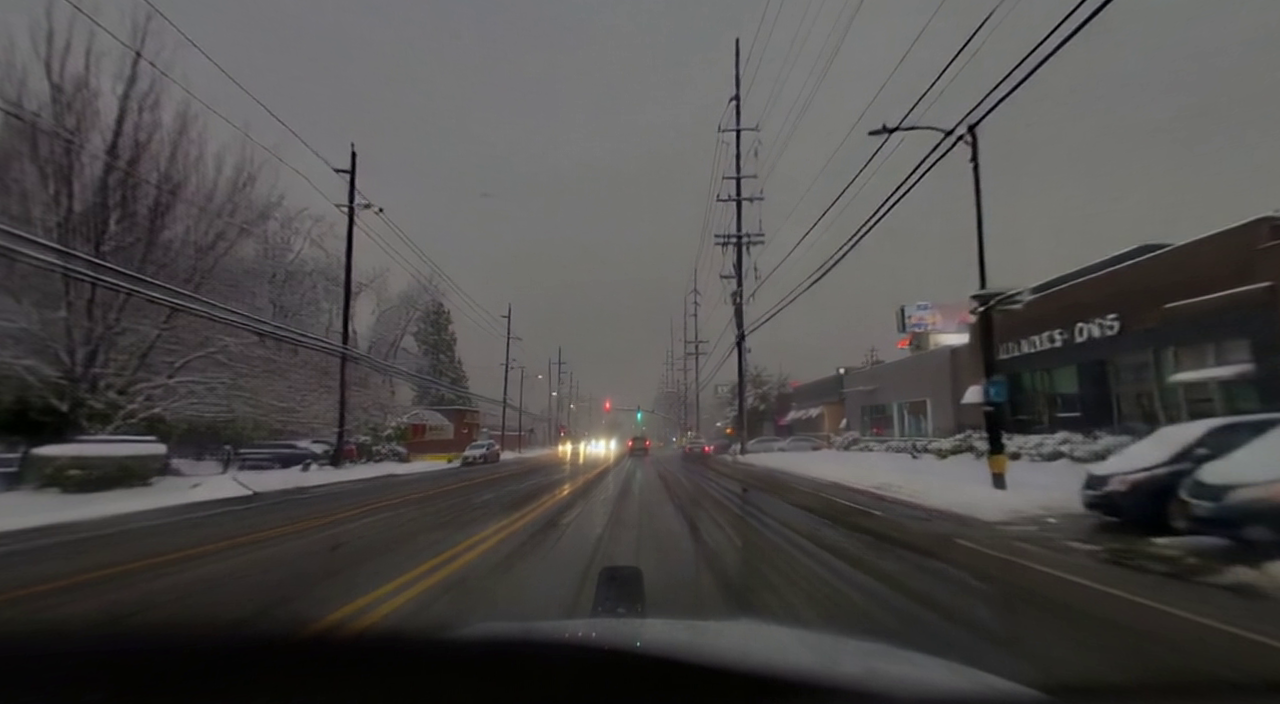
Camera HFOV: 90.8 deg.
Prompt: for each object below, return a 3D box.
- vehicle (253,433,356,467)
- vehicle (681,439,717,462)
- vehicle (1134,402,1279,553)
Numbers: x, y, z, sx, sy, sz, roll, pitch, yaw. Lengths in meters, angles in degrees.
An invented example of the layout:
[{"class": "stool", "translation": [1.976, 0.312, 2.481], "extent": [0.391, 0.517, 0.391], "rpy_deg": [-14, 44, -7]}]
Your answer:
[{"class": "vehicle", "translation": [-18.352, 5.404, 34.777], "extent": [4.455, 1.772, 2.048], "rpy_deg": [0, -8, -3]}, {"class": "vehicle", "translation": [3.952, 6.682, 43.075], "extent": [1.926, 1.482, 4.442], "rpy_deg": [0, -8, -1]}, {"class": "vehicle", "translation": [10.135, 1.687, 8.881], "extent": [4.603, 1.845, 2.040], "rpy_deg": [0, -8, -1]}]
